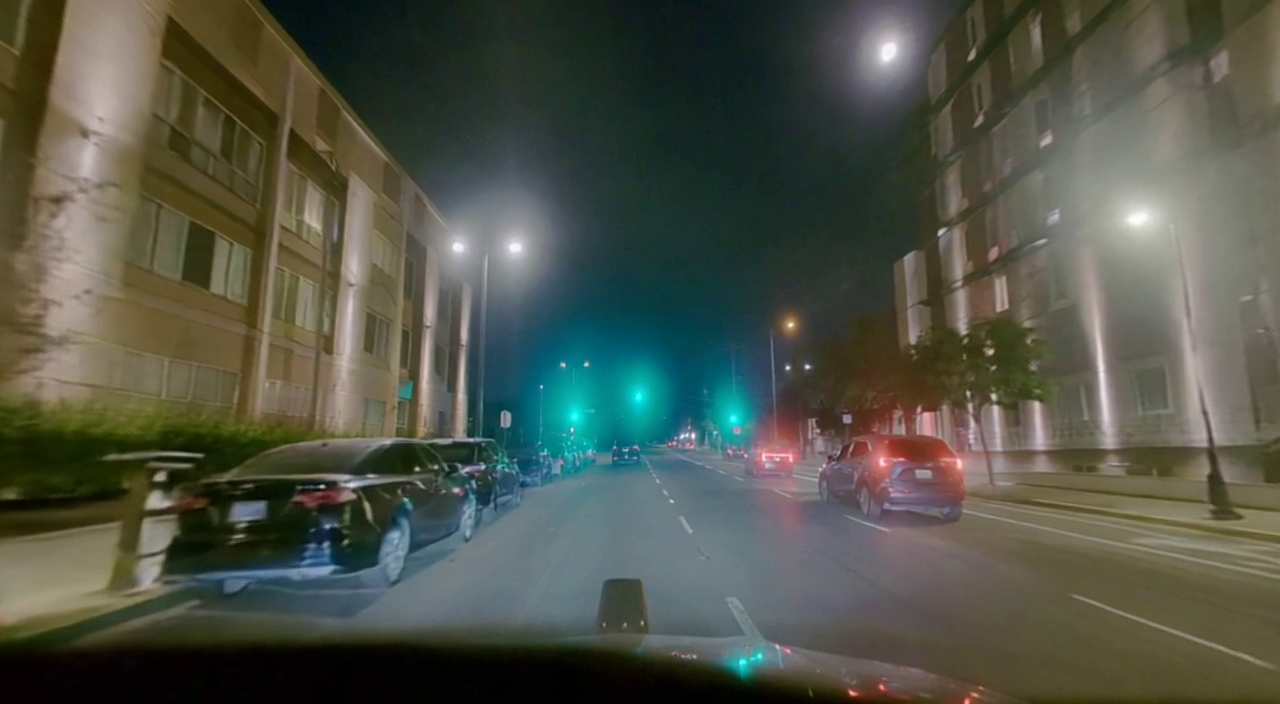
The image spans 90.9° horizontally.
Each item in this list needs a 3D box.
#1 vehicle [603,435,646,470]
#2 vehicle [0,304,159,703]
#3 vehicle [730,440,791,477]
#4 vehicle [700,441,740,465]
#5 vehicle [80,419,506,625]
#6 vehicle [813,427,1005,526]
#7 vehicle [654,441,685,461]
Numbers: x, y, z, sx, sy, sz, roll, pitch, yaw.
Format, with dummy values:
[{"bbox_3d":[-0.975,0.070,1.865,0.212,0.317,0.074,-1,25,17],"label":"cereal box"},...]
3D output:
[{"bbox_3d":[-0.741,5.238,33.021,2.122,1.689,3.885,0,-8,0],"label":"vehicle"},{"bbox_3d":[-3.446,0.470,0.416,2.187,1.819,5.101,0,-8,0],"label":"vehicle"},{"bbox_3d":[5.085,4.540,27.007,1.799,1.463,3.464,0,-8,-2],"label":"vehicle"},{"bbox_3d":[5.157,6.579,41.175,1.917,1.467,4.452,0,-8,-1],"label":"vehicle"},{"bbox_3d":[-3.081,1.614,7.165,2.121,1.490,4.910,0,-8,-1],"label":"vehicle"},{"bbox_3d":[4.985,2.353,12.448,1.891,1.599,4.173,0,-8,-1],"label":"vehicle"},{"bbox_3d":[2.203,7.573,48.414,2.182,1.450,4.013,0,-8,-1],"label":"vehicle"}]
